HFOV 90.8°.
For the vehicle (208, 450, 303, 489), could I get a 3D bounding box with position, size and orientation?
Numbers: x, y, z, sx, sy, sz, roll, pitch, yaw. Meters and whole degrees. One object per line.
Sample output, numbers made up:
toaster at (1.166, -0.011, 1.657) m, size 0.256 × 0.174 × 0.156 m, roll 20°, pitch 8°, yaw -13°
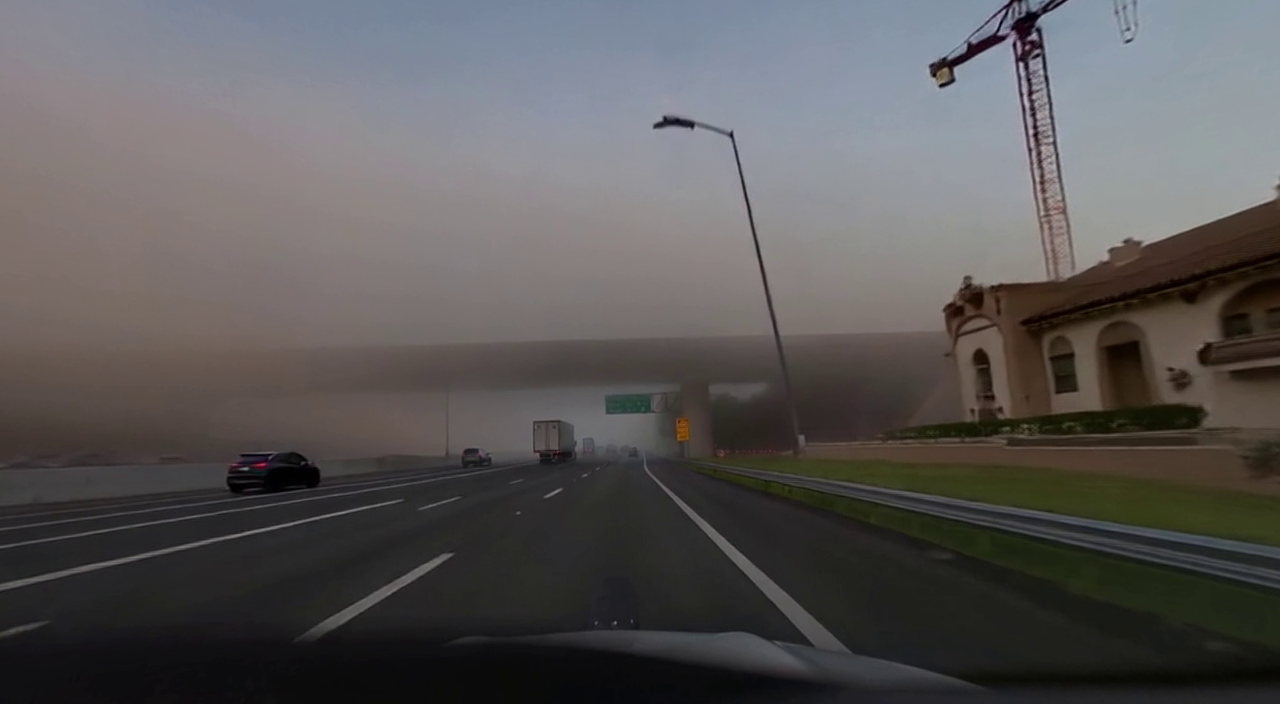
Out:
vehicle at (-19.210, 5.863, 31.871) m, size 1.932 × 1.752 × 4.541 m, roll -1°, pitch -8°, yaw 0°
